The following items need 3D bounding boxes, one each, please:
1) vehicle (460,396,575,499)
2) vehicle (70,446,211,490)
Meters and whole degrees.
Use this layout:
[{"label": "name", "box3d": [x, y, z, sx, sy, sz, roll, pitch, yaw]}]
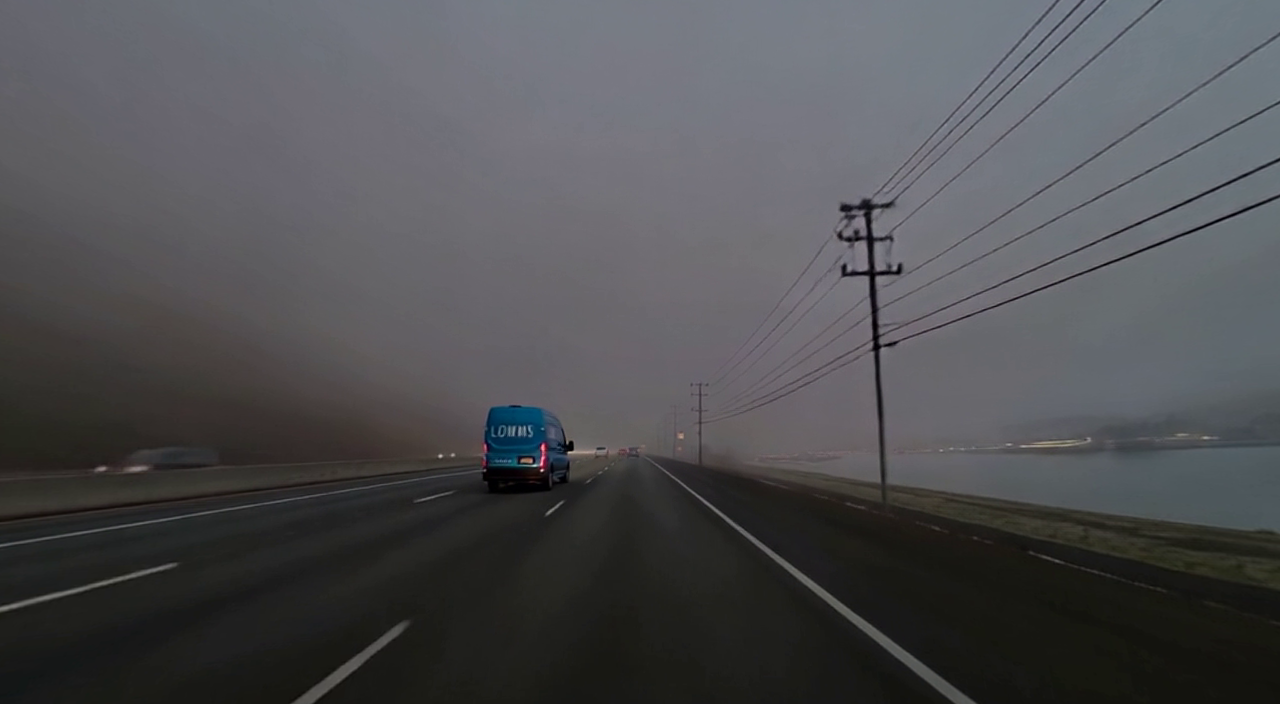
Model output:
[{"label": "vehicle", "box3d": [-3.640, 3.056, 20.408, 2.331, 2.757, 6.581, 0, -8, 0]}, {"label": "vehicle", "box3d": [-21.209, 4.900, 27.180, 2.097, 1.681, 4.817, 0, -8, 0]}]
